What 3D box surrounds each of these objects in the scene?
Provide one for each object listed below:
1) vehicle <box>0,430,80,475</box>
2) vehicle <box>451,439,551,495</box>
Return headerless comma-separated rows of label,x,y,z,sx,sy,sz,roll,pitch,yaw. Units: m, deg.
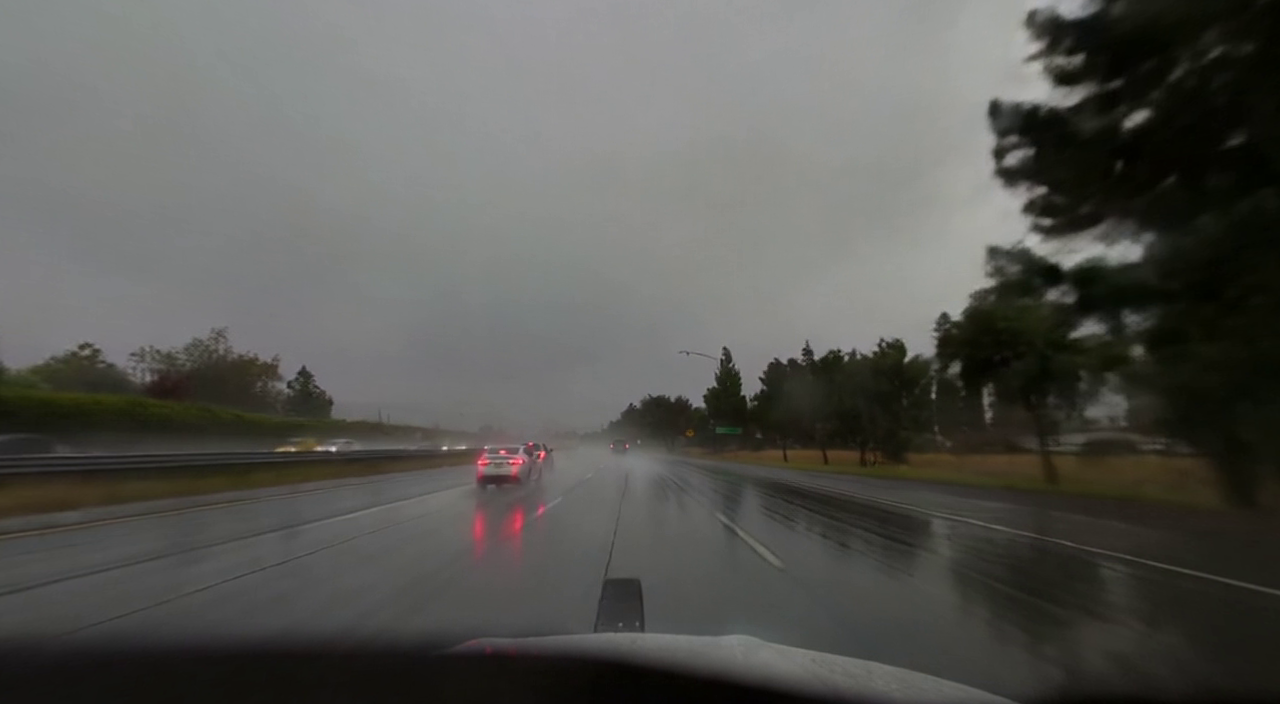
vehicle,-24.990,3.951,24.751,1.902,1.663,4.507,0,-9,-1
vehicle,-4.133,3.514,19.624,2.073,1.516,4.478,0,-9,0
